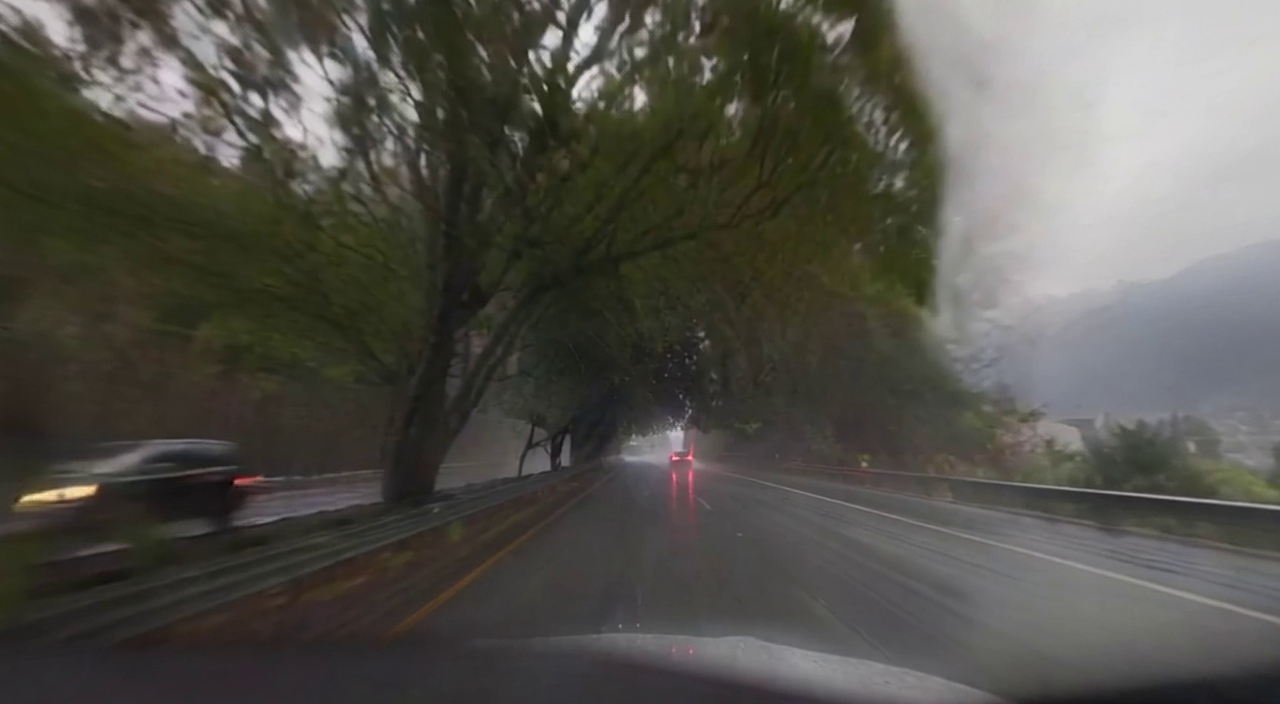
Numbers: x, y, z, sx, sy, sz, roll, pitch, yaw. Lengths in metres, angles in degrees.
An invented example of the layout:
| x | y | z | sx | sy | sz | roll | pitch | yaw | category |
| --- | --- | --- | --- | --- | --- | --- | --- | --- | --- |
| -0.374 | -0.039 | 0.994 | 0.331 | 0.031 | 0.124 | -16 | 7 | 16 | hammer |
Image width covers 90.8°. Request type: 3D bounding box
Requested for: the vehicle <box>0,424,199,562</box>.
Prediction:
| x | y | z | sx | sy | sz | roll | pitch | yaw | category |
| --- | --- | --- | --- | --- | --- | --- | --- | --- | --- |
| -9.302 | 2.014 | 9.453 | 2.177 | 1.747 | 4.436 | 0 | -9 | 0 | vehicle |
